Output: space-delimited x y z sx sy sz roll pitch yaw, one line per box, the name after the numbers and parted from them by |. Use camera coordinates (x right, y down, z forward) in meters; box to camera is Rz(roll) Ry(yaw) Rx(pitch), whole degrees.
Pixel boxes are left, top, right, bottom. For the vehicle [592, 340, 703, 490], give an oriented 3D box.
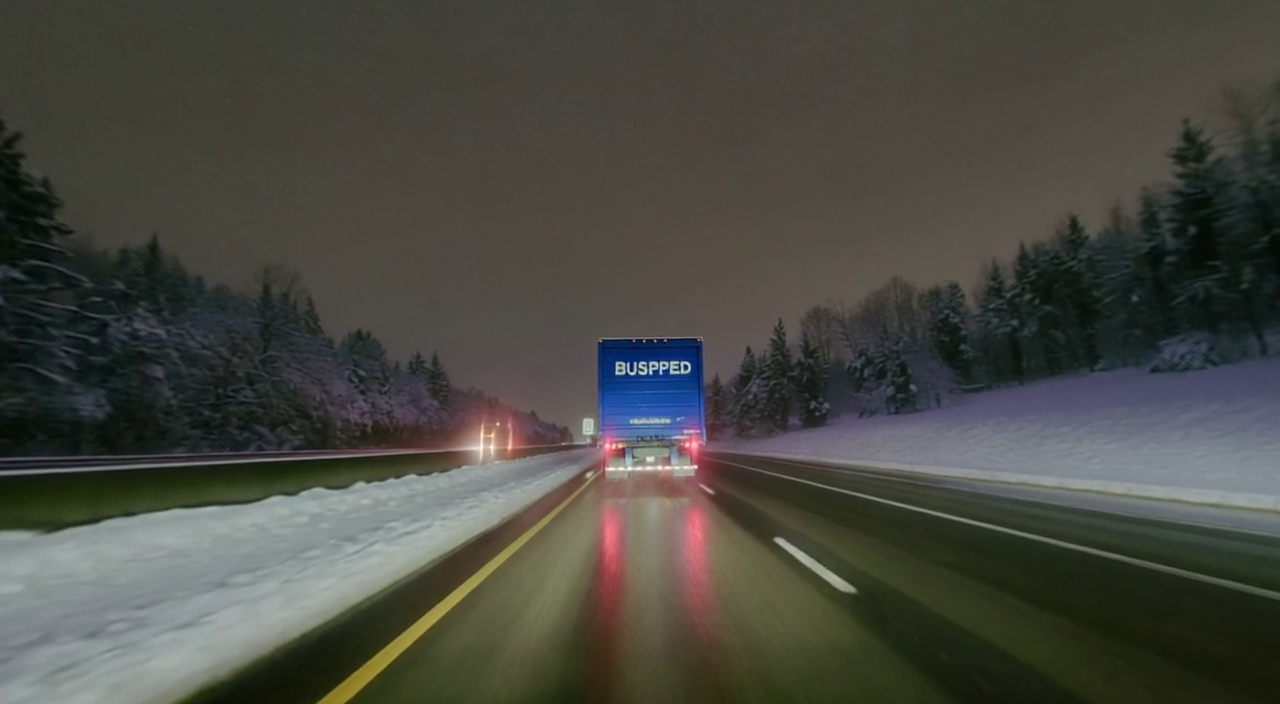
0.141 2.217 20.803 2.870 3.911 8.697 0 -8 -1 | vehicle
